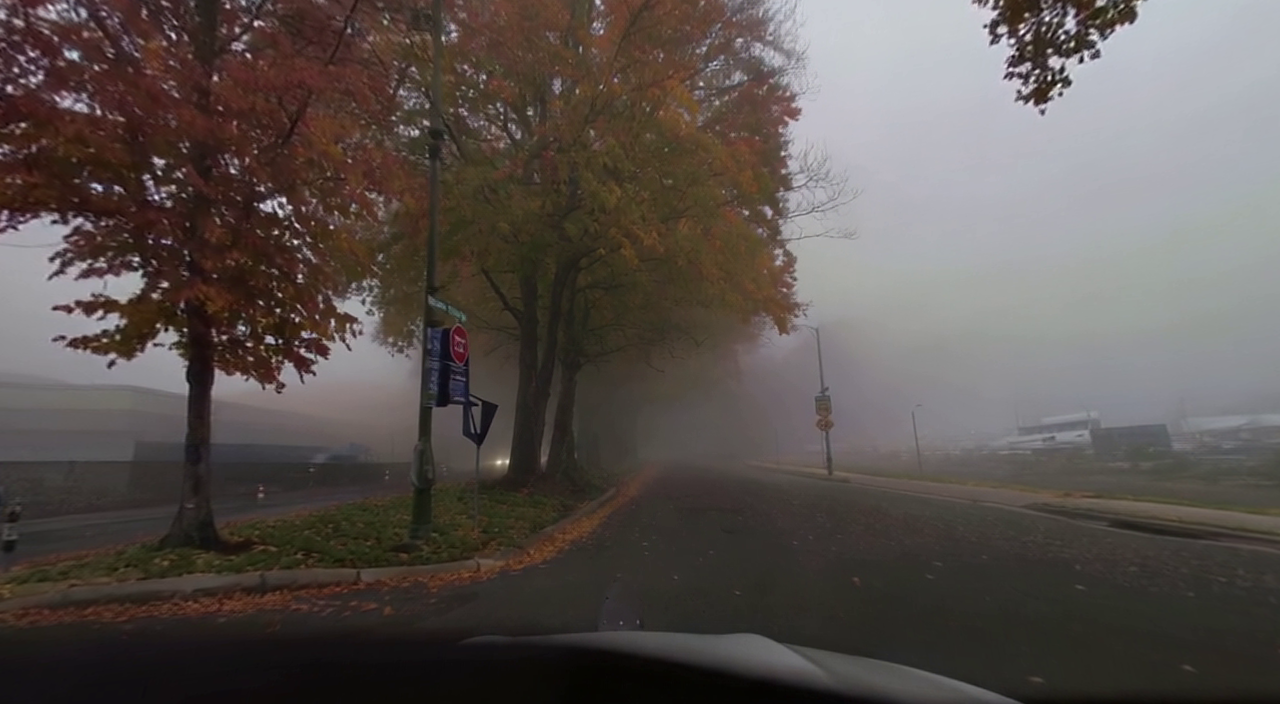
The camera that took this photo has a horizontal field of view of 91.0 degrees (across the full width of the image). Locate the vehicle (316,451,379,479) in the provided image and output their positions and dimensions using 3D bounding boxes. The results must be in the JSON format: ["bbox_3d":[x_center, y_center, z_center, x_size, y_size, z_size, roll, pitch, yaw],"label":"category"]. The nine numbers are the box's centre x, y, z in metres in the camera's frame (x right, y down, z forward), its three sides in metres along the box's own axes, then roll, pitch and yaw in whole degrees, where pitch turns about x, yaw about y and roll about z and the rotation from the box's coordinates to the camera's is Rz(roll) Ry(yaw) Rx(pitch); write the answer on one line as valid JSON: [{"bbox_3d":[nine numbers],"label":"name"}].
[{"bbox_3d":[-19.474,7.509,42.049,1.902,1.720,3.248,-4,-10,25],"label":"vehicle"}]

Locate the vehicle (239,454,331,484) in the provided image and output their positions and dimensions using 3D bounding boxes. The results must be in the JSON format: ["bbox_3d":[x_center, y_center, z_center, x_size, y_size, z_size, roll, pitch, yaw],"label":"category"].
[{"bbox_3d":[-21.495,7.078,38.287,1.907,1.644,4.410,-5,-10,29],"label":"vehicle"}]
